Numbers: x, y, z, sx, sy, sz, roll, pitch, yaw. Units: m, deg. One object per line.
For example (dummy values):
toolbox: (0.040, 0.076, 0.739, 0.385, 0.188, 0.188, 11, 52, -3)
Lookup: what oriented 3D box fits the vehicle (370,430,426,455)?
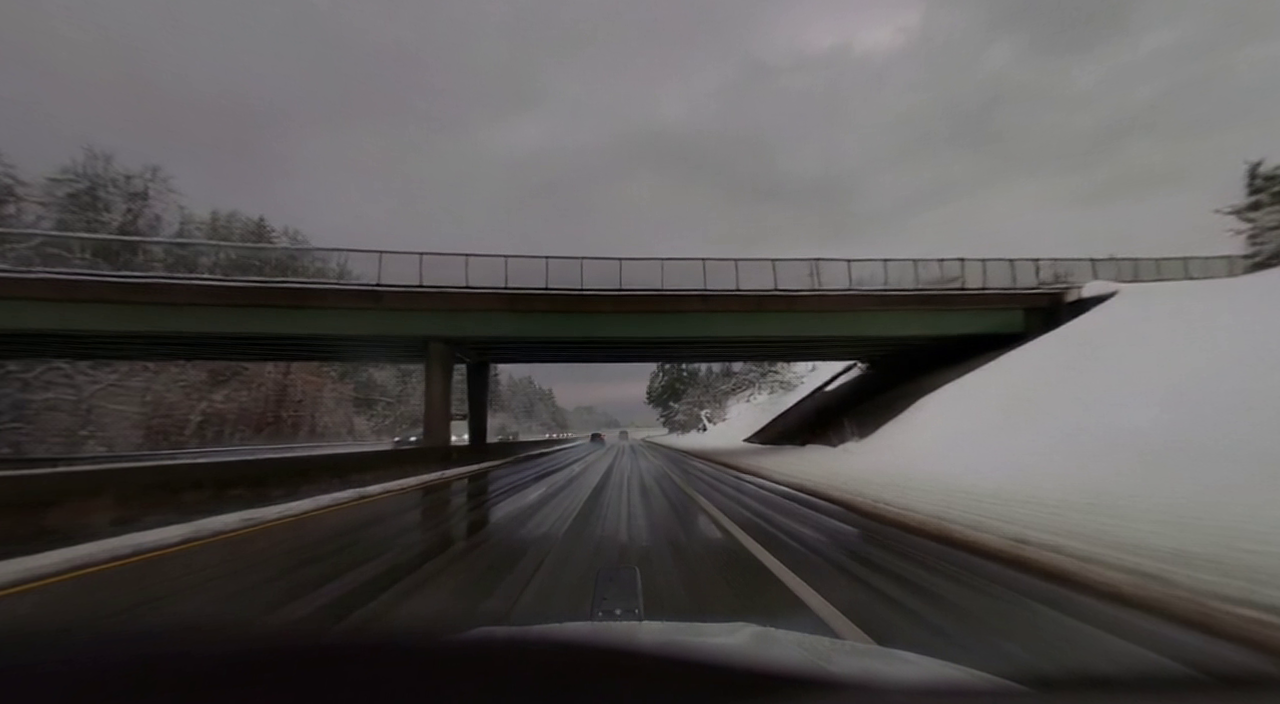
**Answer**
vehicle: (-15.783, 5.911, 41.265, 1.879, 1.483, 4.596, 0, -8, 0)
